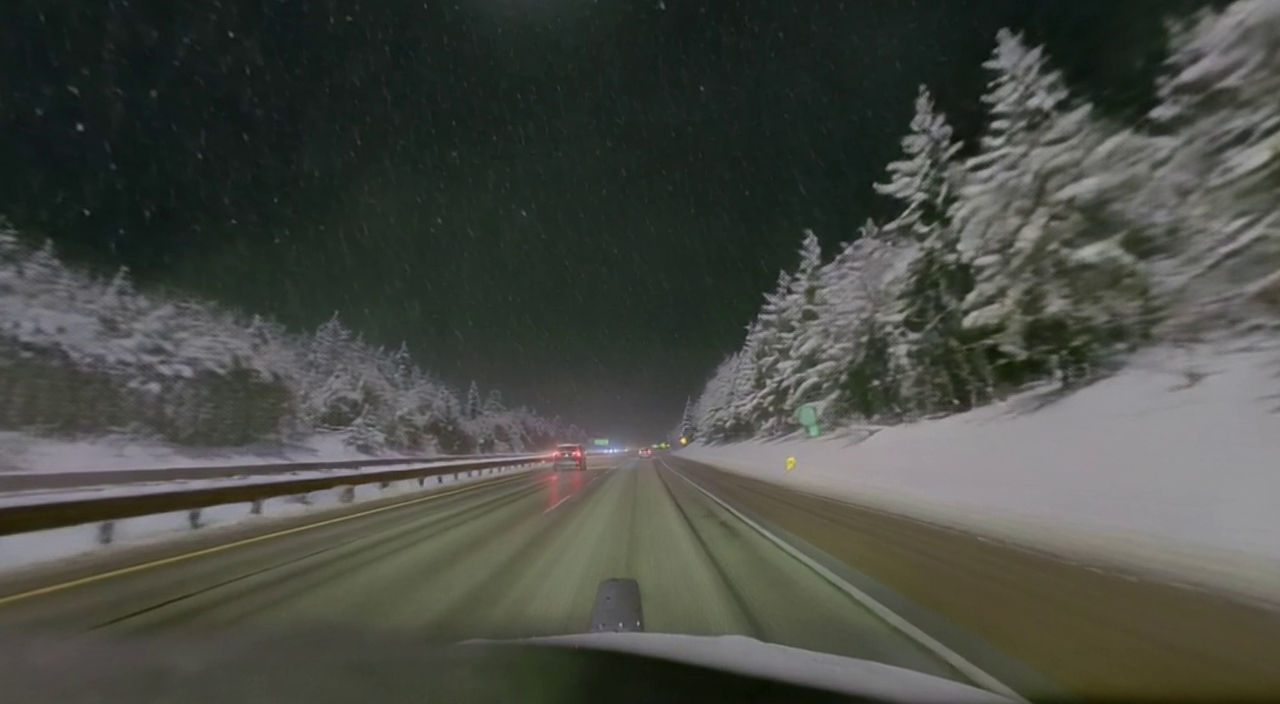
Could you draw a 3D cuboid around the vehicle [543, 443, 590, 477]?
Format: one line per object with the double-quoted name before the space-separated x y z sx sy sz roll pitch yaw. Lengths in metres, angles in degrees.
"vehicle" -3.639 5.433 31.946 1.846 1.600 4.108 0 -9 1
